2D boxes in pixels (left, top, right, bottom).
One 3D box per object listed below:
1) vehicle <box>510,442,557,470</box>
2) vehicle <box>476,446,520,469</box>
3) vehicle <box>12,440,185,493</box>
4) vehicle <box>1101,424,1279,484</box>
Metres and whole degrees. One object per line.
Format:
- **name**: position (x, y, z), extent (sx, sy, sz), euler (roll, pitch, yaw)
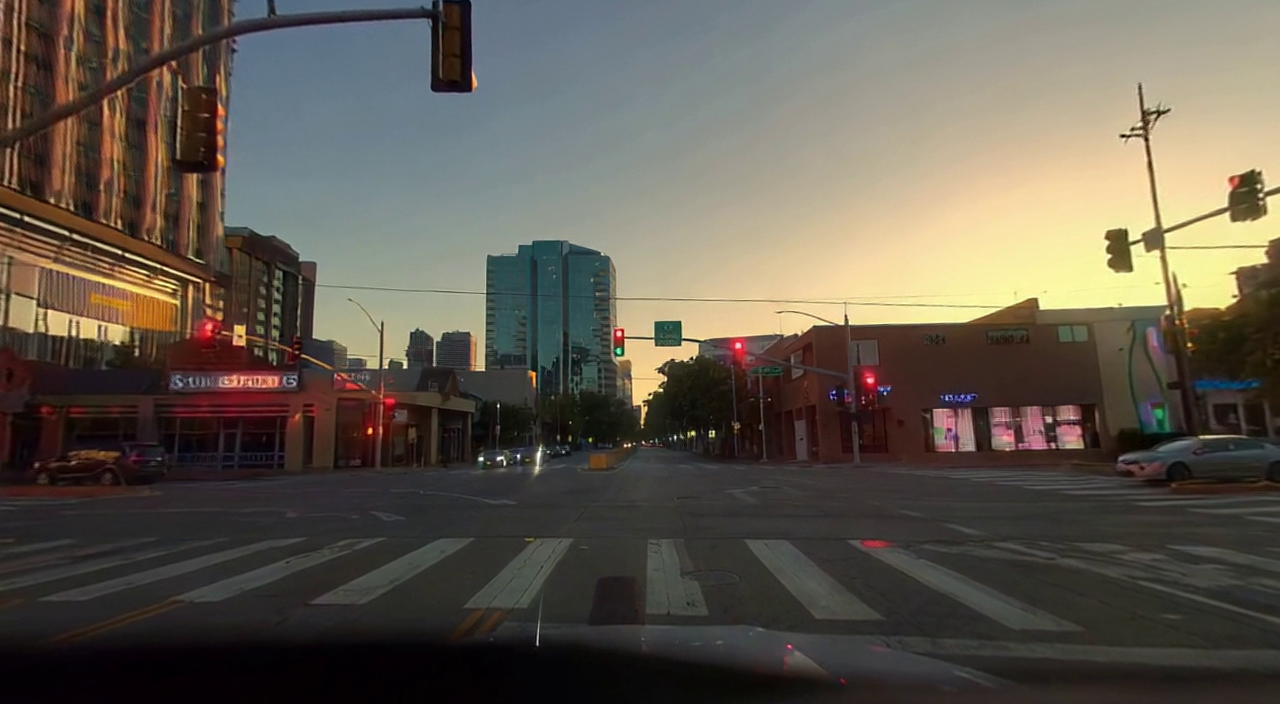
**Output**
- **vehicle**: position (-6.780, 6.691, 40.754), extent (2.181, 1.703, 4.512), euler (0, -9, 1)
- **vehicle**: position (-9.859, 7.359, 44.122), extent (2.106, 1.505, 4.228), euler (0, -9, 0)
- **vehicle**: position (-21.146, 4.431, 24.769), extent (5.161, 1.910, 2.275), euler (-2, -9, 11)
- **vehicle**: position (15.408, 2.699, 16.772), extent (4.651, 1.463, 1.880), euler (-2, -9, 8)
